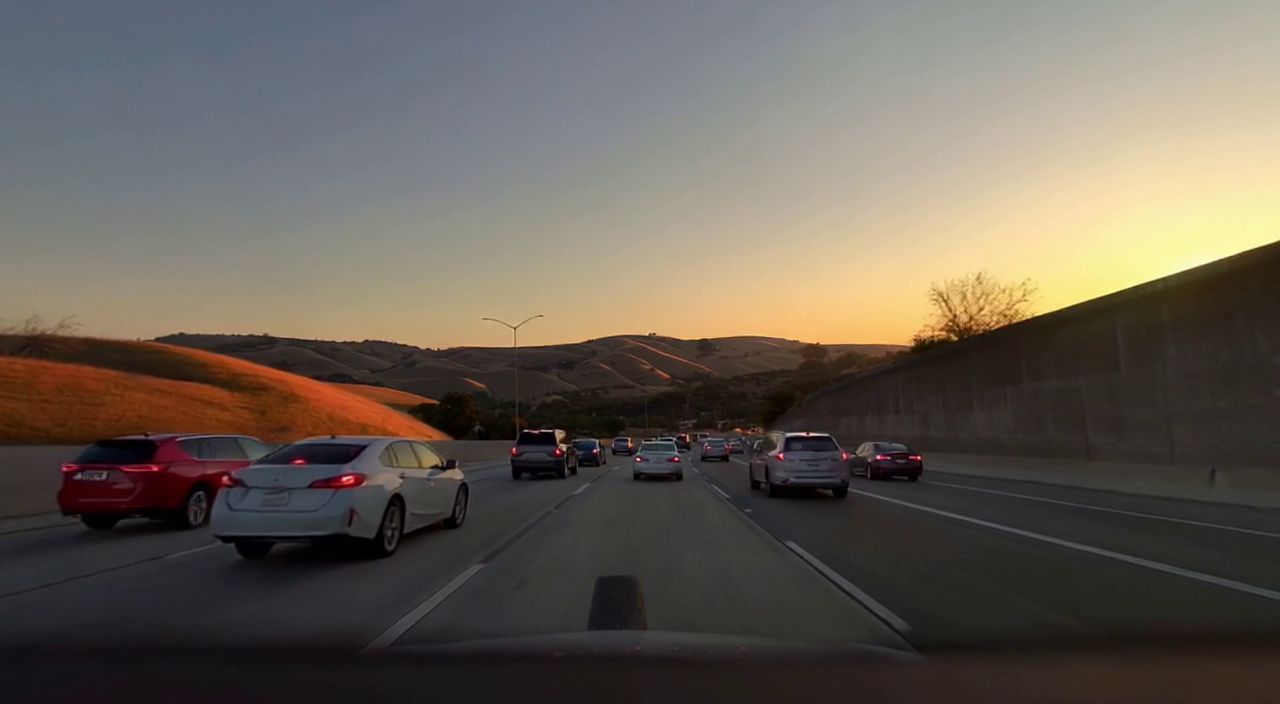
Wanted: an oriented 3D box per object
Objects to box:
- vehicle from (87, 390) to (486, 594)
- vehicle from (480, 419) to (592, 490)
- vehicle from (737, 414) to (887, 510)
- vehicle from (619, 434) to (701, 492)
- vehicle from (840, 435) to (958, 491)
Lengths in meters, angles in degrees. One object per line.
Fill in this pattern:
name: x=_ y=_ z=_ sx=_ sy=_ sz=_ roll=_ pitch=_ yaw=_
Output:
vehicle: x=-3.568 y=1.510 z=7.643 sx=2.179 sy=1.723 sz=4.410 roll=0 pitch=-8 yaw=1
vehicle: x=-2.997 y=3.141 z=19.647 sx=2.301 sy=1.902 sz=5.374 roll=-1 pitch=-8 yaw=3
vehicle: x=3.566 y=2.376 z=14.068 sx=2.046 sy=1.765 sz=4.534 roll=0 pitch=-8 yaw=0
vehicle: x=0.588 y=3.163 z=18.366 sx=2.105 sy=1.471 sz=4.349 roll=0 pitch=-8 yaw=2
vehicle: x=7.536 y=3.256 z=18.843 sx=1.846 sy=1.469 sz=4.166 roll=0 pitch=-8 yaw=1
